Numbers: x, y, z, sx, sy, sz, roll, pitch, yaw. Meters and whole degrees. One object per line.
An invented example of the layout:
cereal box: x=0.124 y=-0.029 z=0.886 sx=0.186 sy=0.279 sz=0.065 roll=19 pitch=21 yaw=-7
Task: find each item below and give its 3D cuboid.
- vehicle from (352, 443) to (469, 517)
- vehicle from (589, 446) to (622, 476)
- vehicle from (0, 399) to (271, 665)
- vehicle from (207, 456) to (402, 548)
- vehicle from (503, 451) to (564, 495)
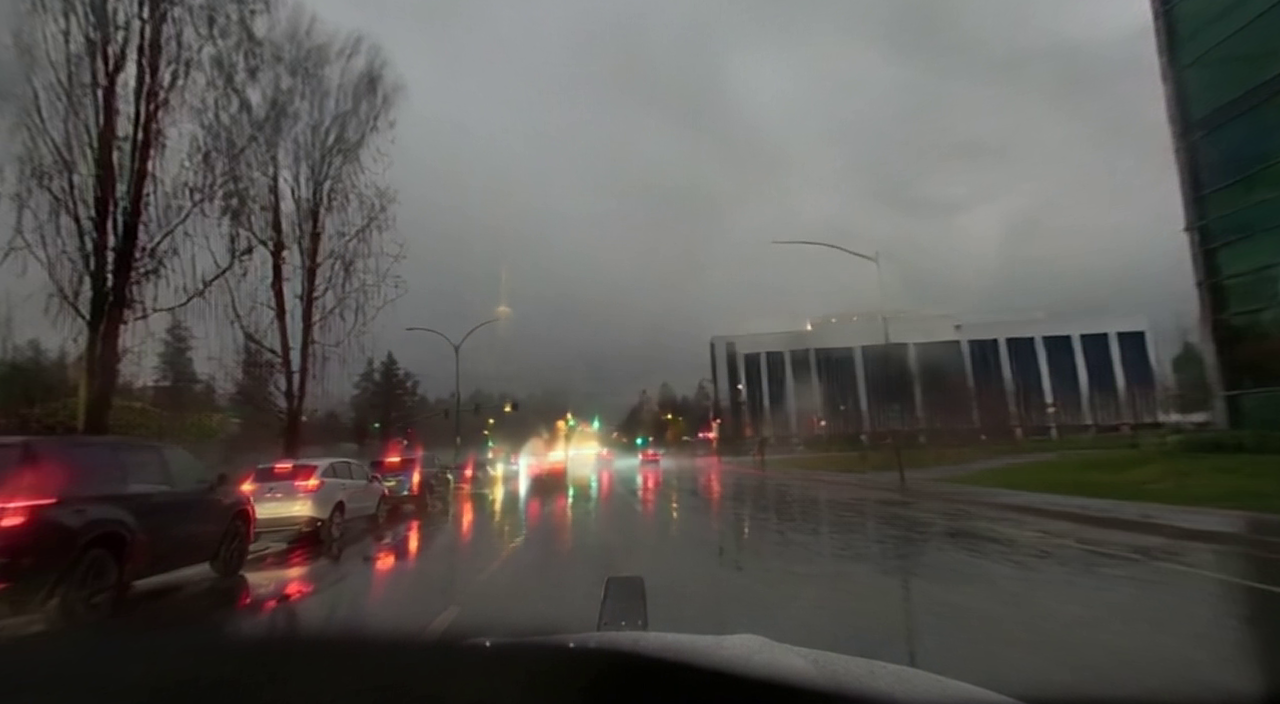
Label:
vehicle: x=-7.132 y=3.957 z=20.077 sx=2.142 sy=1.834 sz=4.588 roll=-5 pitch=-8 yaw=-3
vehicle: x=-2.341 y=7.350 z=42.677 sx=2.102 sy=1.815 sz=4.716 roll=0 pitch=-8 yaw=-3
vehicle: x=-6.383 y=1.739 z=7.031 sx=2.142 sy=2.061 sz=4.750 roll=0 pitch=-9 yaw=-8
vehicle: x=-6.960 y=3.105 z=13.777 sx=1.868 sy=1.514 sz=4.870 roll=0 pitch=-8 yaw=-4
vehicle: x=-4.267 y=4.849 z=25.622 sx=2.205 sy=1.537 sz=4.895 roll=0 pitch=-8 yaw=-8
